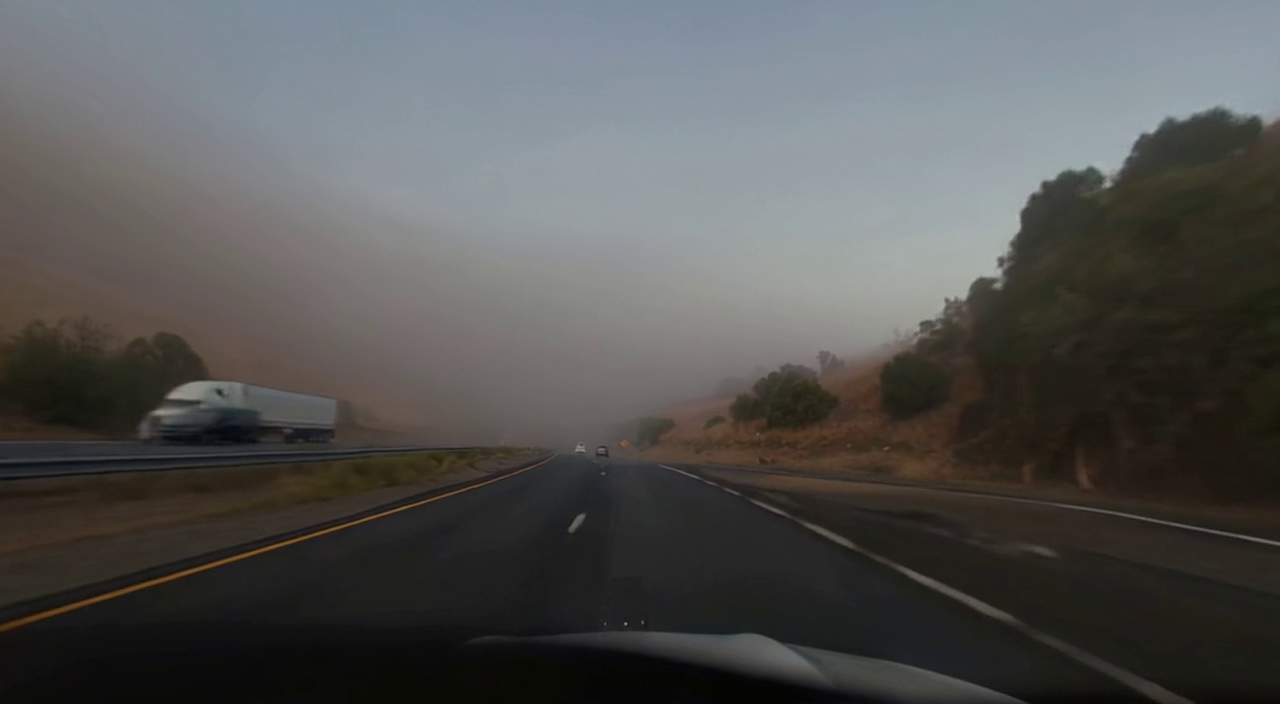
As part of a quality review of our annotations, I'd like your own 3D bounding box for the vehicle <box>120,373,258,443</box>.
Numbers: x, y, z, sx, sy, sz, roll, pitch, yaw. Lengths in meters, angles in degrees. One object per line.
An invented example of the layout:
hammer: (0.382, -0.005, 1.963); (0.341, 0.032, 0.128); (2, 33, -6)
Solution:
vehicle: (-28.565, 3.838, 40.570); (3.019, 3.990, 8.225); (1, -9, -3)
